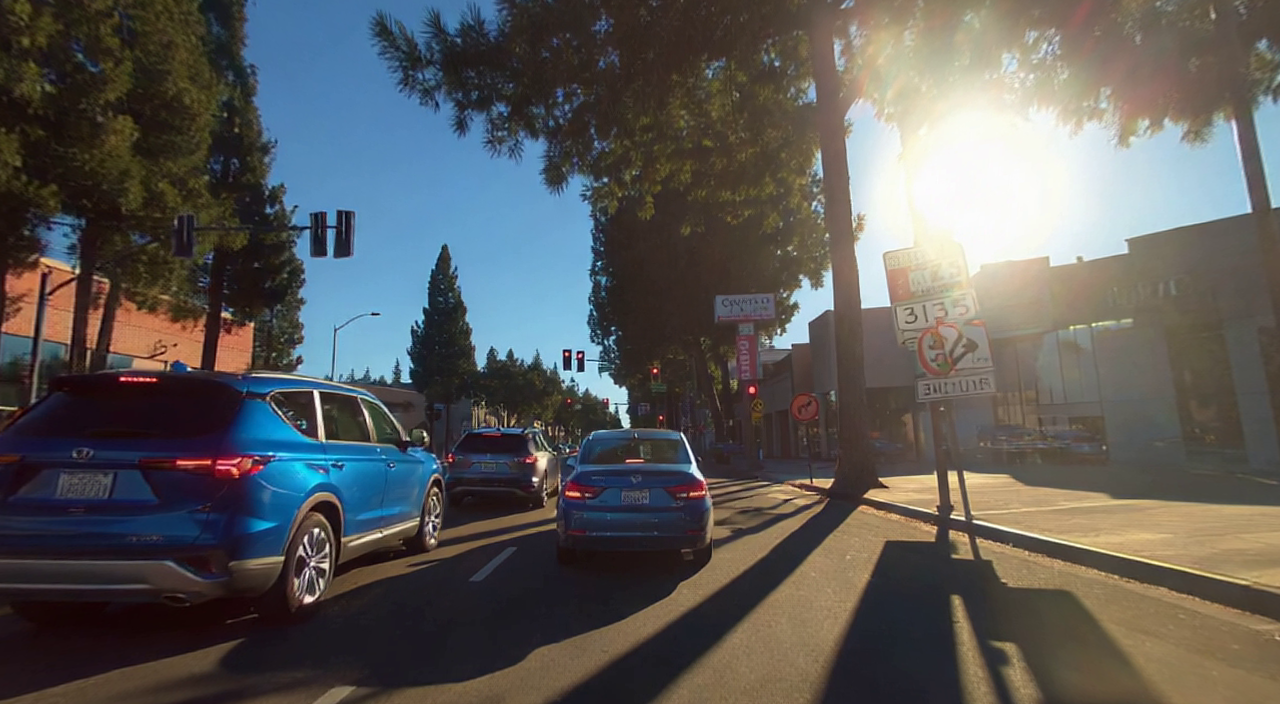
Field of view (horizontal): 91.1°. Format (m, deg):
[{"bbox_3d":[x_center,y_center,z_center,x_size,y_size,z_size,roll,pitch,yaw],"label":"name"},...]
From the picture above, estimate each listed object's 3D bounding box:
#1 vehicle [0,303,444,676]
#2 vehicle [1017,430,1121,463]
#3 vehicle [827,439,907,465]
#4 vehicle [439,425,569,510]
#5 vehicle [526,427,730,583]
[{"bbox_3d":[-3.834,1.127,6.153,2.152,2.118,5.066,0,-8,0],"label":"vehicle"},{"bbox_3d":[23.461,5.208,34.497,4.116,1.719,2.069,-2,-9,11],"label":"vehicle"},{"bbox_3d":[12.899,5.711,35.866,3.924,1.447,2.039,-1,-9,8],"label":"vehicle"},{"bbox_3d":[-2.935,2.604,14.598,2.047,1.664,4.148,0,-8,1],"label":"vehicle"},{"bbox_3d":[-0.157,1.786,8.188,1.966,1.481,4.146,0,-8,-1],"label":"vehicle"}]
